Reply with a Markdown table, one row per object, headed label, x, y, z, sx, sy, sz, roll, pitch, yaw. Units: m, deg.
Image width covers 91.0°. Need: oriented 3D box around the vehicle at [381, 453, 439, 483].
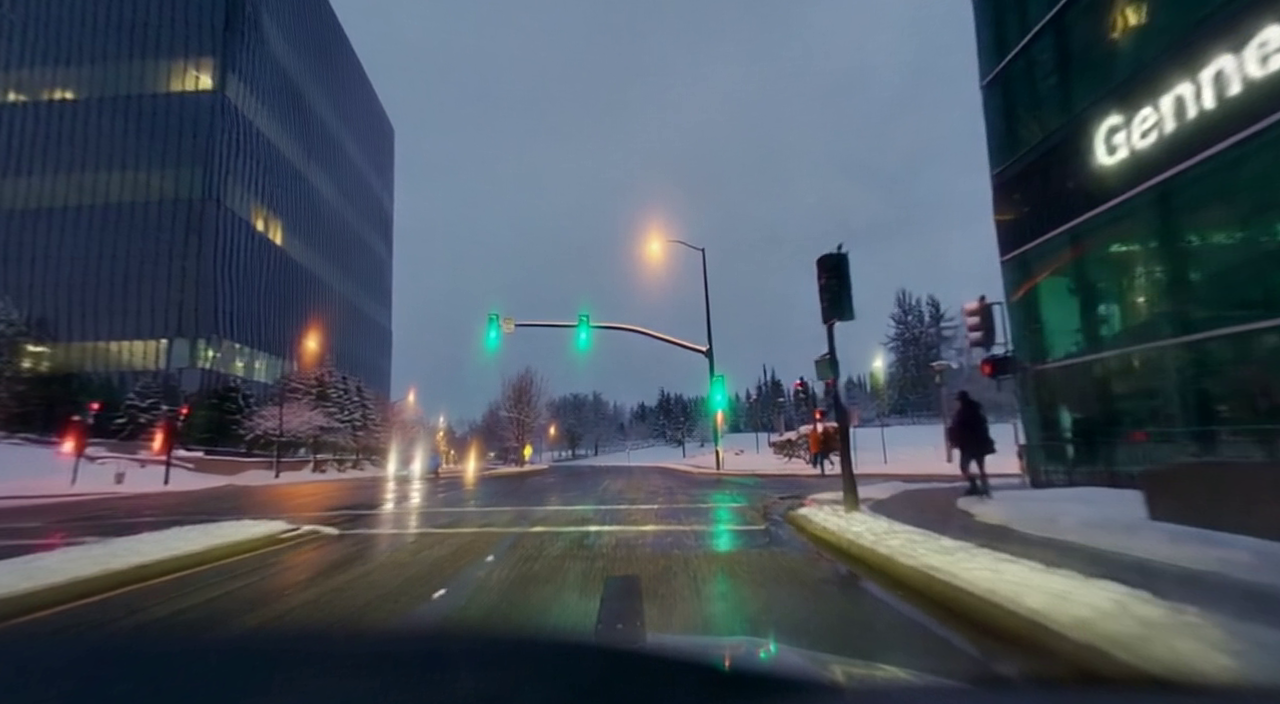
| label | x | y | z | sx | sy | sz | roll | pitch | yaw |
| --- | --- | --- | --- | --- | --- | --- | --- | --- | --- |
| vehicle | -12.866 | 6.486 | 35.551 | 1.906 | 1.502 | 4.396 | 1 | -9 | -5 |
